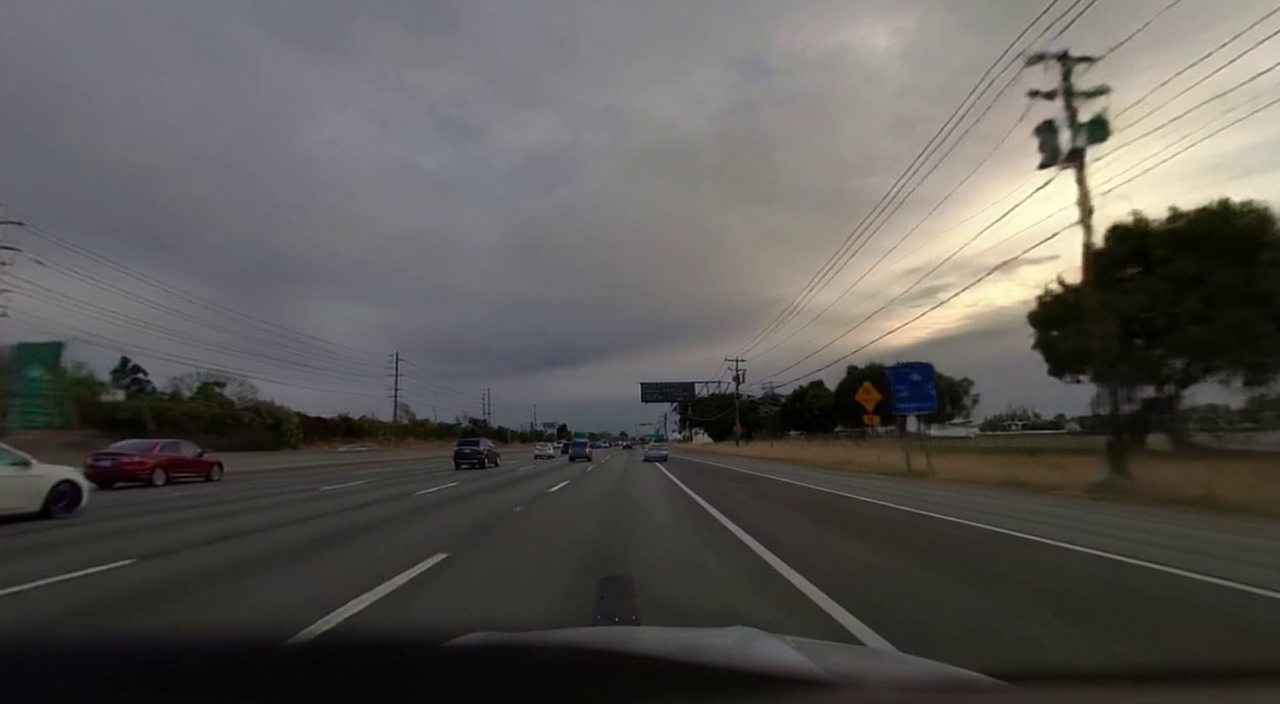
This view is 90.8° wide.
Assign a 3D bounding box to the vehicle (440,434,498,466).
[{"bbox_3d":[-10.401,5.985,38.850,2.115,1.799,5.444,0,-9,-1],"label":"vehicle"}]

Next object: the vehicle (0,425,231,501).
[{"bbox_3d":[-13.844,2.921,17.014,2.257,1.727,5.036,0,-9,0],"label":"vehicle"}]

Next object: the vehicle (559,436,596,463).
[{"bbox_3d":[-4.158,6.561,42.640,2.121,1.673,4.443,0,-9,-1],"label":"vehicle"}]

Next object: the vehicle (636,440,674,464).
[{"bbox_3d":[0.882,6.324,39.974,2.015,1.391,3.897,0,-9,-4],"label":"vehicle"}]
